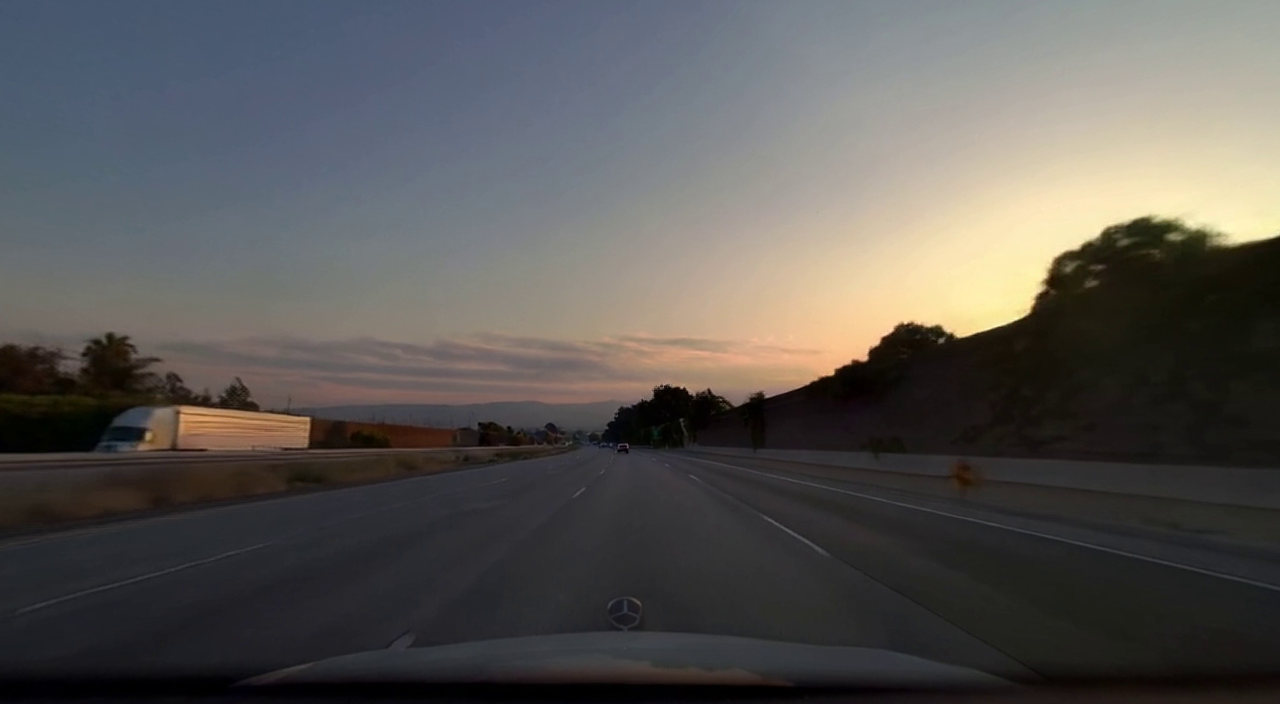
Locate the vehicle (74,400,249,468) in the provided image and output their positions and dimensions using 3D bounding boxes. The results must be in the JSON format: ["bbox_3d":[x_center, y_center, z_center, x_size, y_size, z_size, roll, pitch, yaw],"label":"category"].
[{"bbox_3d":[-30.304,5.492,41.040,2.928,3.779,11.157,0,-9,-2],"label":"vehicle"}]
